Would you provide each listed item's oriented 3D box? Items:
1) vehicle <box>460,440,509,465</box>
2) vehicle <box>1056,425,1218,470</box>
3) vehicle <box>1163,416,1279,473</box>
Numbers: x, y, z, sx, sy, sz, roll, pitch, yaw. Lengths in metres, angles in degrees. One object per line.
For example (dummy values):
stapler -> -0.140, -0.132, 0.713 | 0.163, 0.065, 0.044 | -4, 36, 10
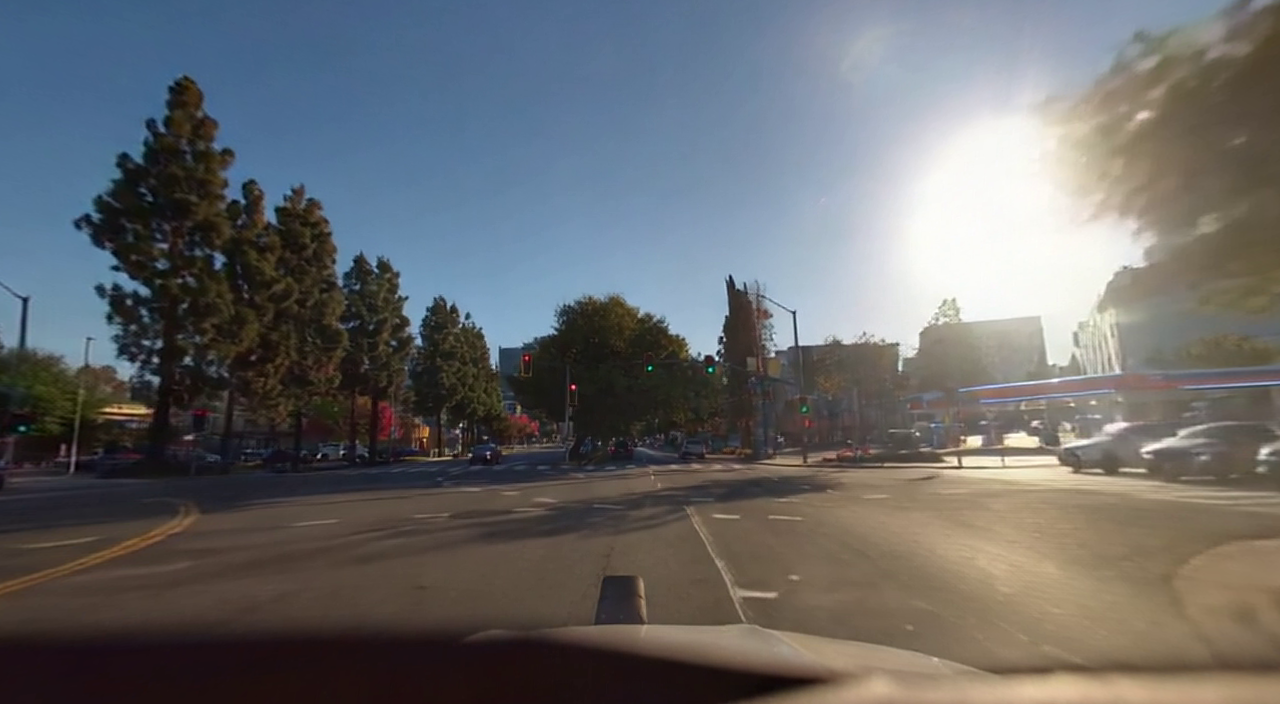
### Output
vehicle -> -10.121, 6.556, 41.375 | 2.029, 1.452, 4.598 | -3, -8, 0
vehicle -> 20.846, 4.010, 26.692 | 4.966, 1.778, 2.104 | -1, -8, 2
vehicle -> 20.176, 2.999, 20.601 | 4.364, 1.737, 1.967 | -1, -8, 2
